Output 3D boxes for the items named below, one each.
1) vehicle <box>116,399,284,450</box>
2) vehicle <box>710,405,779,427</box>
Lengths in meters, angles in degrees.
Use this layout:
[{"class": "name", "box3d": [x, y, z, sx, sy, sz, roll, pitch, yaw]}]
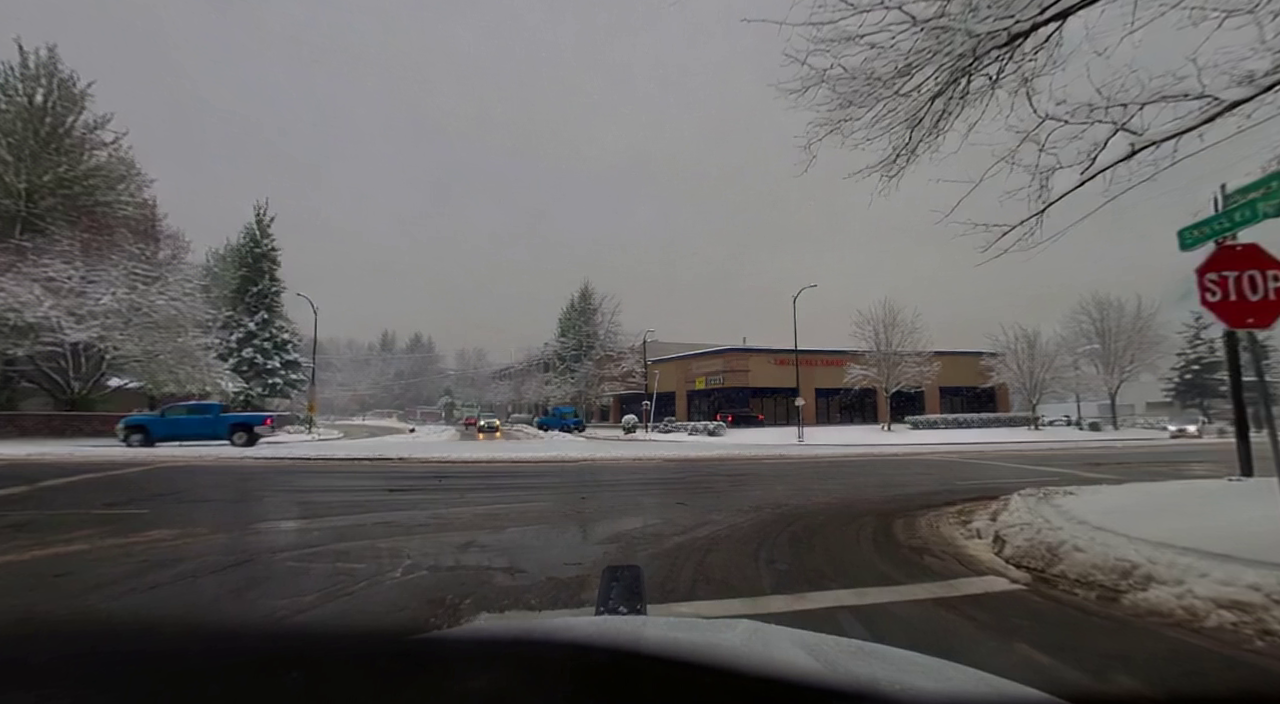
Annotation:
[{"class": "vehicle", "box3d": [-17.340, 2.950, 25.072, 4.961, 1.876, 2.091, 2, -9, -15]}, {"class": "vehicle", "box3d": [7.609, 4.706, 45.866, 4.674, 1.483, 1.745, 1, -8, -7]}]
